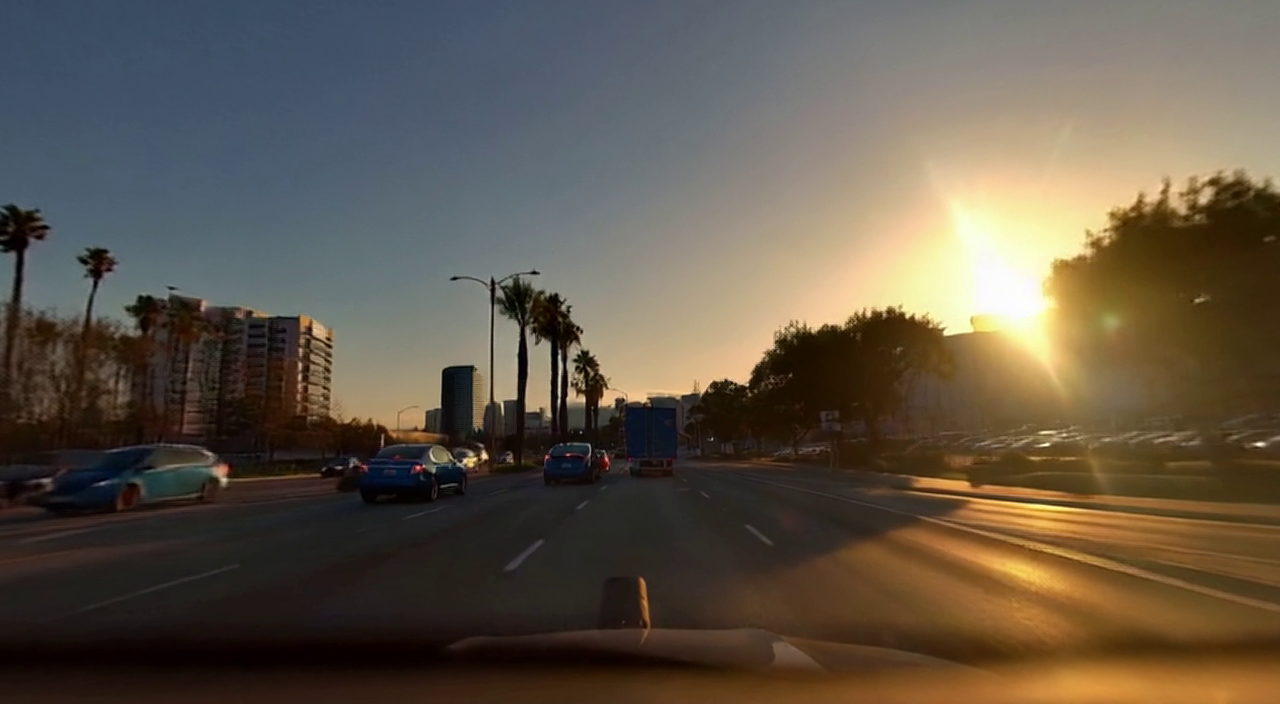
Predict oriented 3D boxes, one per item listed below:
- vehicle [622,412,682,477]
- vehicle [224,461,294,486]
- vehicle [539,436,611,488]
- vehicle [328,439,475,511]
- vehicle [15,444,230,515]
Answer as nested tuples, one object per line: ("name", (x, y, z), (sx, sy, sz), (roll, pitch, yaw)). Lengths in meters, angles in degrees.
("vehicle", (0.657, 5.147, 34.850), (2.993, 3.235, 6.692), (0, -8, 1))
("vehicle", (-27.594, 8.796, 45.656), (1.876, 1.505, 4.876), (0, -8, 2))
("vehicle", (-2.428, 4.305, 24.895), (2.178, 1.826, 4.933), (0, -8, 2))
("vehicle", (-6.175, 3.208, 16.975), (2.045, 1.630, 4.680), (0, -8, 1))
("vehicle", (-14.429, 3.524, 17.986), (2.100, 1.746, 4.662), (0, -8, 1))
